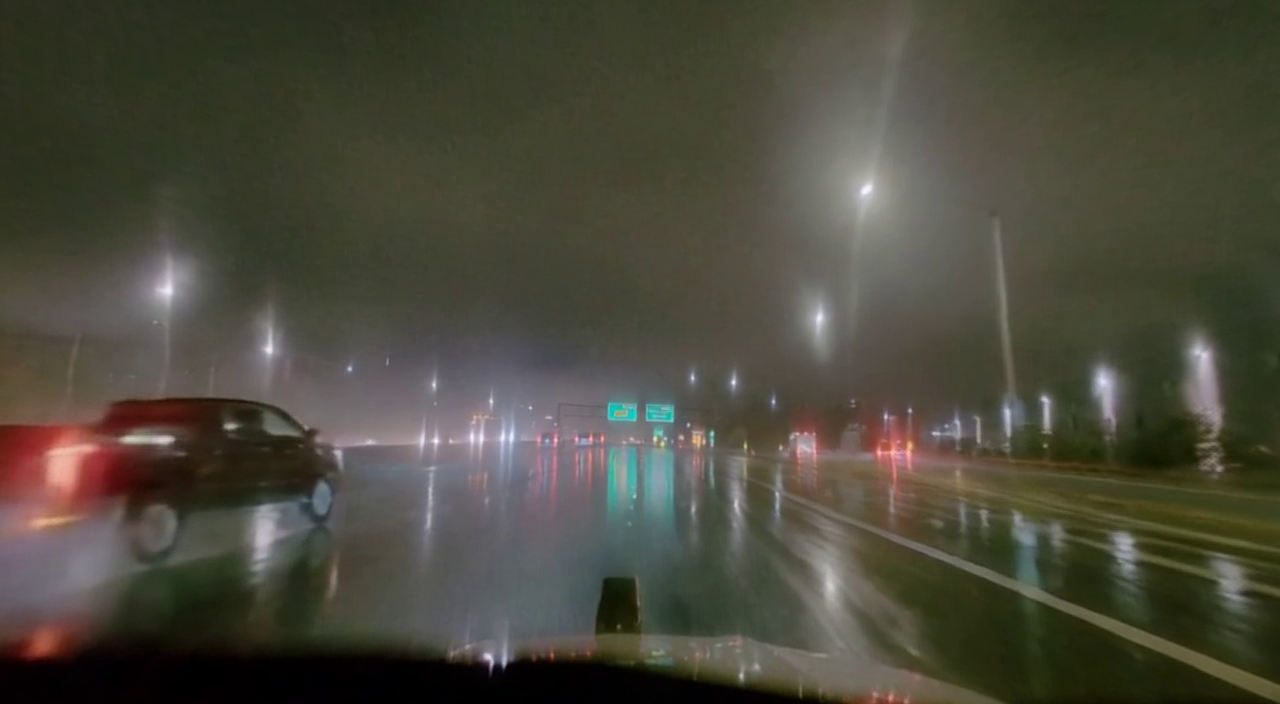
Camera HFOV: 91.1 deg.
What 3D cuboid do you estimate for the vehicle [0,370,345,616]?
[{"bbox_3d":[-5.520,1.340,6.992,2.119,1.787,4.655,0,-8,1],"label":"vehicle"}]
